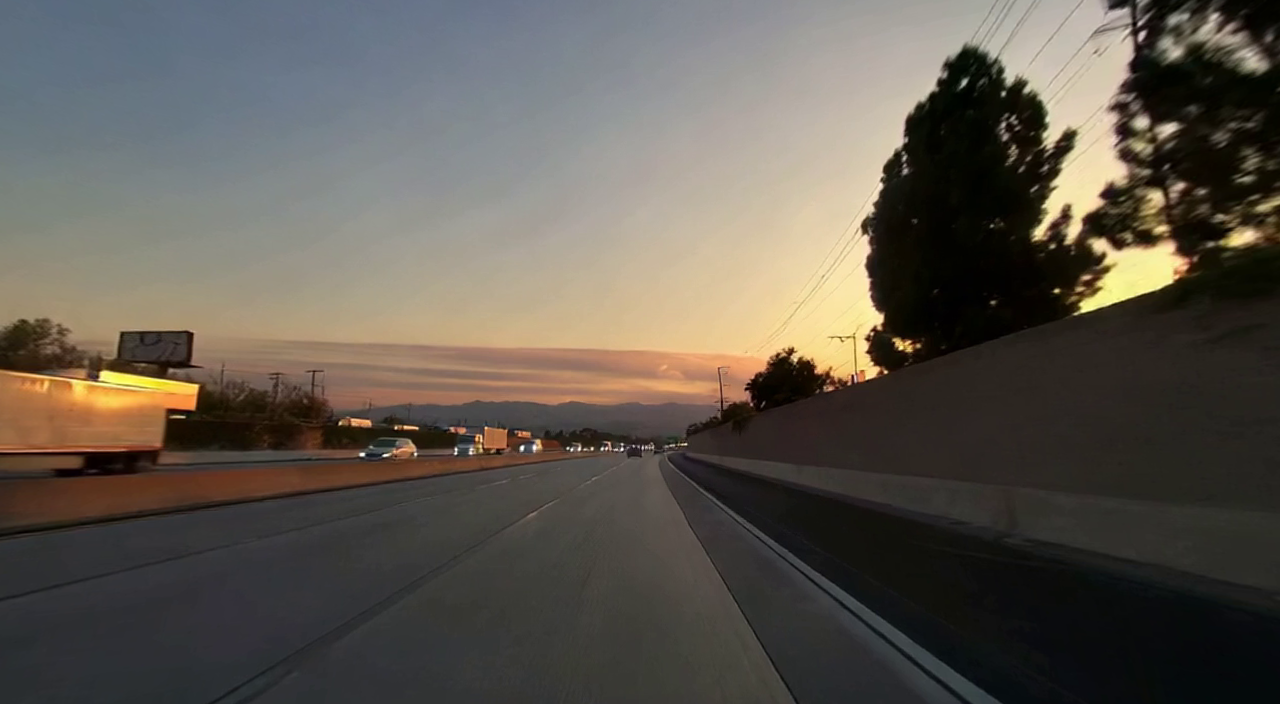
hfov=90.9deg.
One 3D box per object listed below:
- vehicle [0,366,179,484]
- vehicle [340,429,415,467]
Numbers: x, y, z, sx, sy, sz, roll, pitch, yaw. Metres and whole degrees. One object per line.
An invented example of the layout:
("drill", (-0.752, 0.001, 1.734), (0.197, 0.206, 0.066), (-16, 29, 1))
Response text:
("vehicle", (-23.193, 2.441, 21.101), (3.681, 3.888, 15.270), (0, -9, 1))
("vehicle", (-18.367, 6.794, 44.494), (2.518, 2.459, 5.886), (0, -9, 2))
